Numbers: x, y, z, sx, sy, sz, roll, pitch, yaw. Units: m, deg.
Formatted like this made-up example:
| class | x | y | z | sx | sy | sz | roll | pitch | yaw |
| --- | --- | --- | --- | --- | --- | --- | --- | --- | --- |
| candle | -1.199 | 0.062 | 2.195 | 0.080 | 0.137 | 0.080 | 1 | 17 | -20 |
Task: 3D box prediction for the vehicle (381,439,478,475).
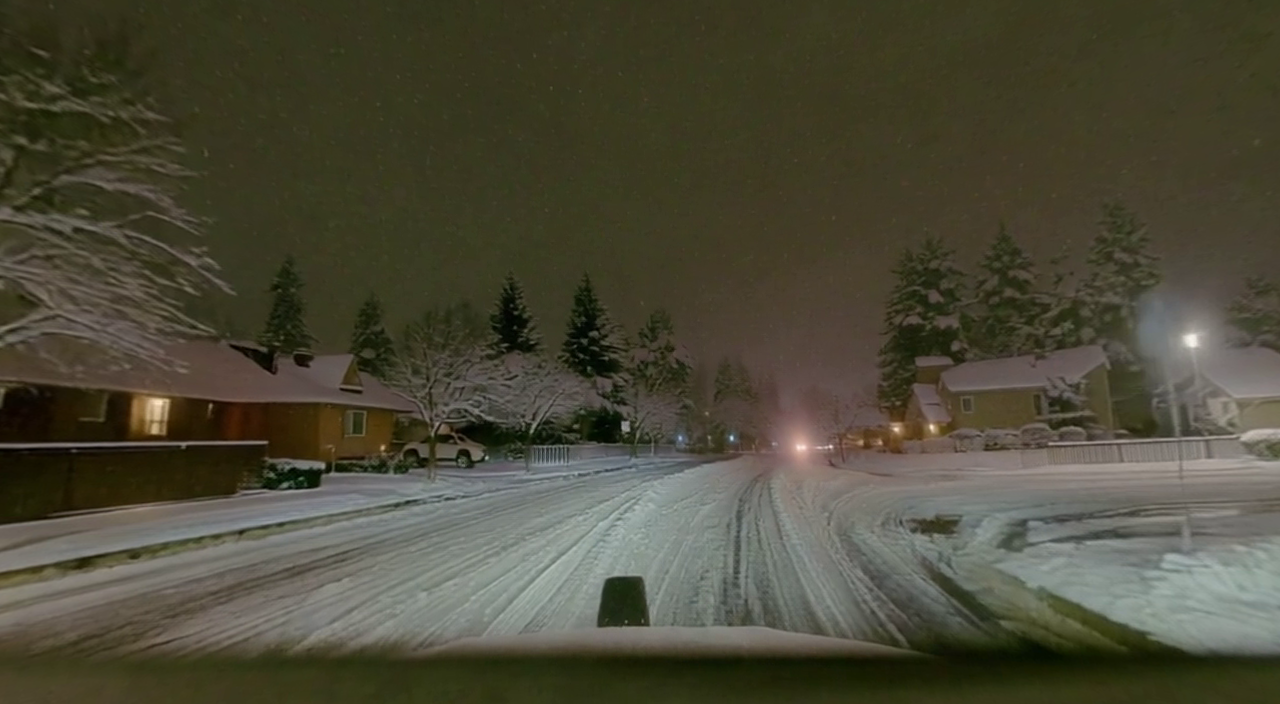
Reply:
| class | x | y | z | sx | sy | sz | roll | pitch | yaw |
| --- | --- | --- | --- | --- | --- | --- | --- | --- | --- |
| vehicle | -10.248 | 5.164 | 31.037 | 4.252 | 1.681 | 1.854 | 2 | -9 | -12 |
